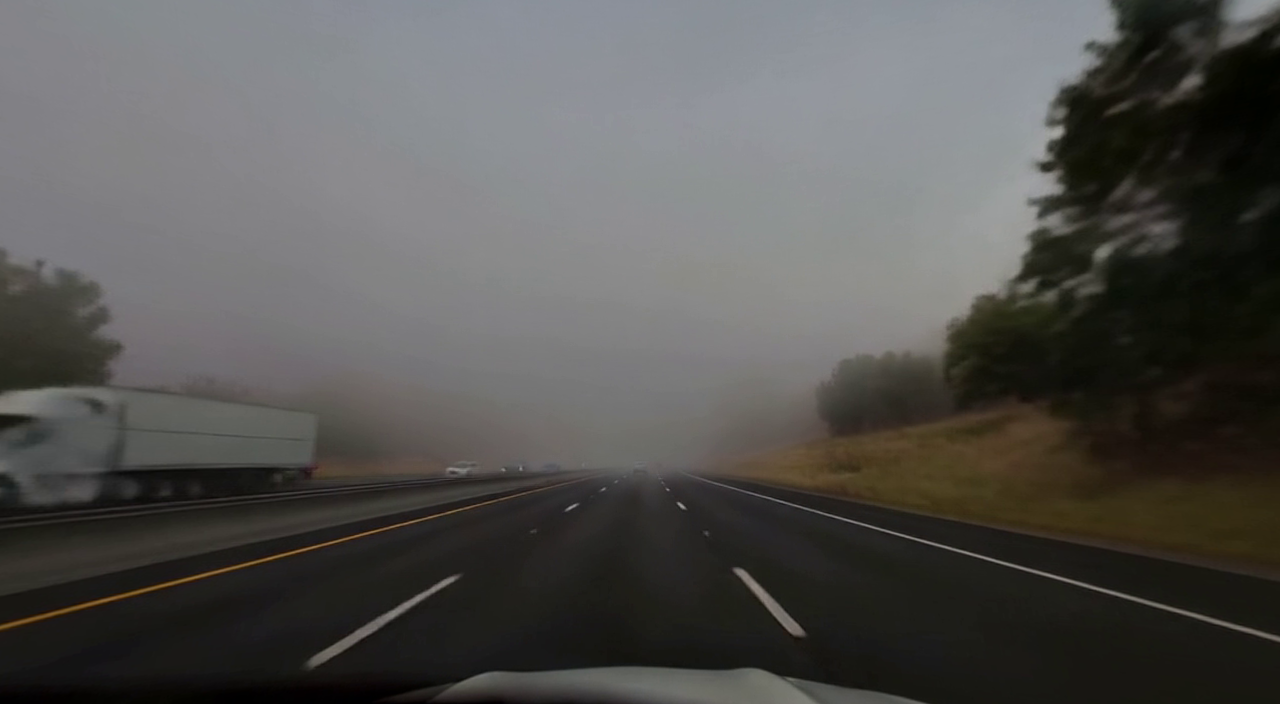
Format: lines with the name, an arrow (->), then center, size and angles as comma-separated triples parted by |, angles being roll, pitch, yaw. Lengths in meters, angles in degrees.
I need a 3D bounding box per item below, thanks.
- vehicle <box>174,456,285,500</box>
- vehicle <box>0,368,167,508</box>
vehicle -> -15.480, 4.769, 24.038 | 1.690, 1.505, 3.744 | 1, -11, -1
vehicle -> -19.689, 2.954, 20.903 | 2.984, 3.962, 5.856 | 1, -11, 1
